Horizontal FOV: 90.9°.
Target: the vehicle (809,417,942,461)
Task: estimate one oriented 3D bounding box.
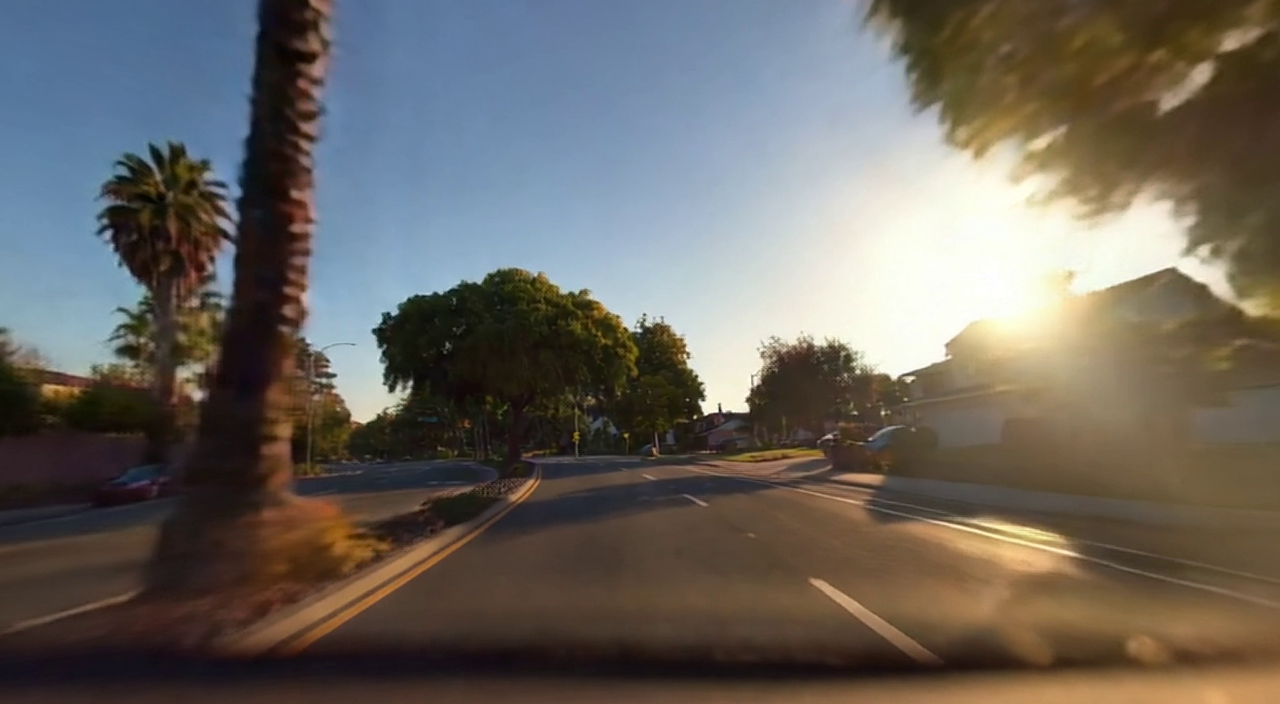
[{"bbox_3d":[11.741,4.470,31.983,6.051,2.092,2.231,-2,-11,15],"label":"vehicle"}]

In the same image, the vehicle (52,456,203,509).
[{"bbox_3d":[-17.484,4.423,21.842,1.941,1.470,4.384,0,-8,-8],"label":"vehicle"}]
